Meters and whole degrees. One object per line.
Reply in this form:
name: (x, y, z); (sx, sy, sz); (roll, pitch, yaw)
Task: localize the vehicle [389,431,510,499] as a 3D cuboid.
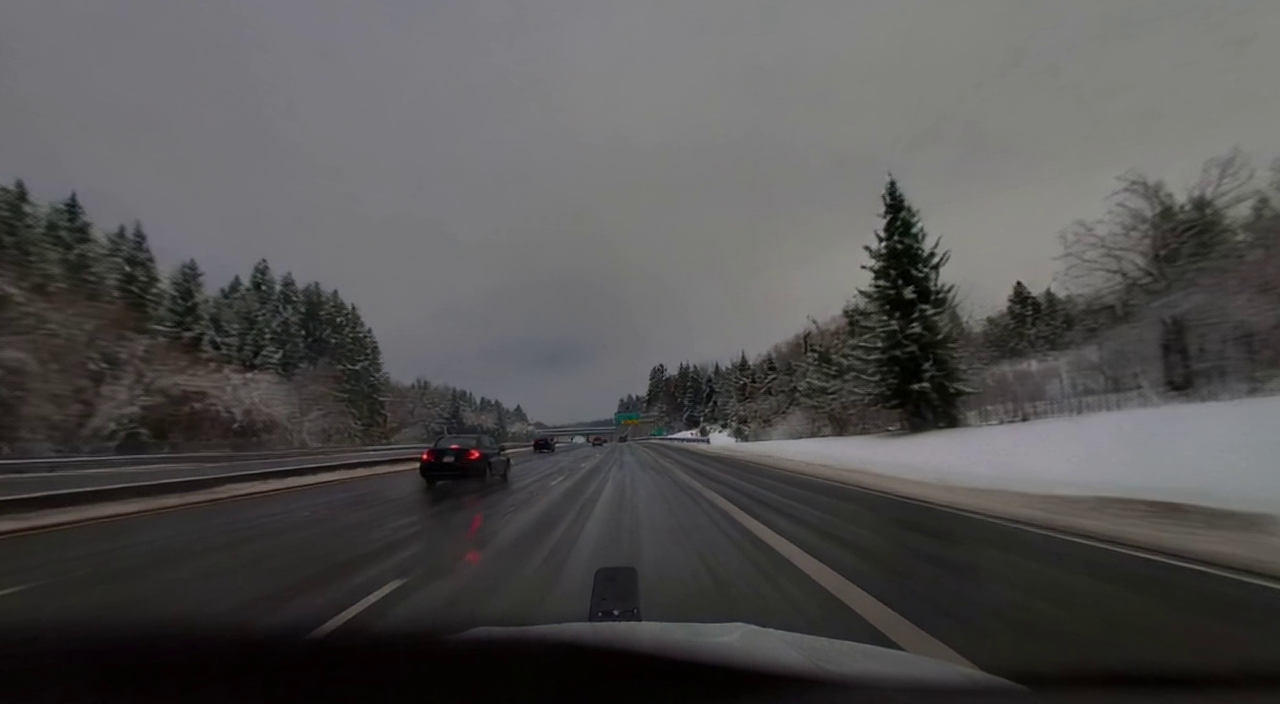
vehicle: (-4.619, 2.756, 15.857); (1.912, 1.495, 3.703); (0, -8, -1)
